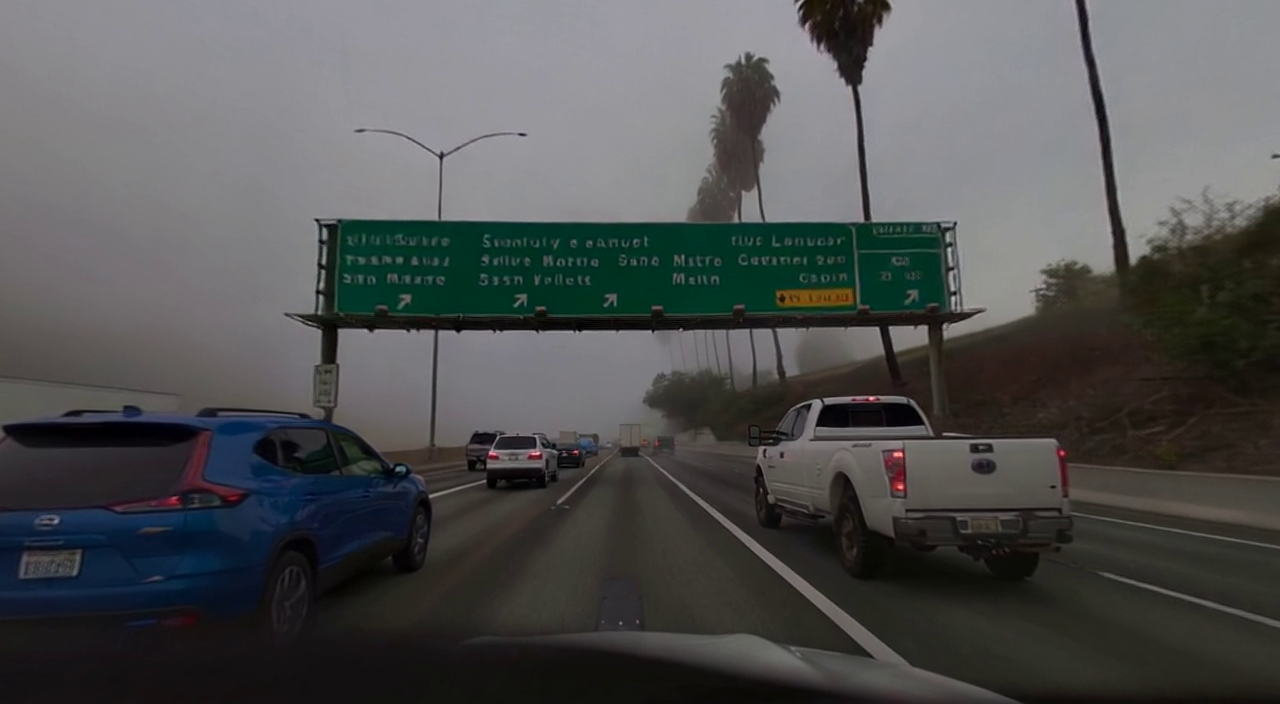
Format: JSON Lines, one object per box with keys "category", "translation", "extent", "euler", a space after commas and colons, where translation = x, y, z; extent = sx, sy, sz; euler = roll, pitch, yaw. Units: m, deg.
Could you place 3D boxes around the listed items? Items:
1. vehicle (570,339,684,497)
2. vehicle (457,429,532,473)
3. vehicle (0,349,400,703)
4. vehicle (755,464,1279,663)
{"category": "vehicle", "translation": [-0.264, 2.477, 21.602], "extent": [2.906, 4.040, 10.743], "euler": [0, -9, 1]}
{"category": "vehicle", "translation": [-7.004, 4.881, 31.194], "extent": [2.344, 1.954, 5.579], "euler": [0, -9, 0]}
{"category": "vehicle", "translation": [-3.222, 1.082, 3.889], "extent": [1.885, 1.654, 4.103], "euler": [0, -9, 0]}
{"category": "vehicle", "translation": [3.086, 1.777, 6.653], "extent": [2.635, 1.036, 5.568], "euler": [0, -9, -1]}
